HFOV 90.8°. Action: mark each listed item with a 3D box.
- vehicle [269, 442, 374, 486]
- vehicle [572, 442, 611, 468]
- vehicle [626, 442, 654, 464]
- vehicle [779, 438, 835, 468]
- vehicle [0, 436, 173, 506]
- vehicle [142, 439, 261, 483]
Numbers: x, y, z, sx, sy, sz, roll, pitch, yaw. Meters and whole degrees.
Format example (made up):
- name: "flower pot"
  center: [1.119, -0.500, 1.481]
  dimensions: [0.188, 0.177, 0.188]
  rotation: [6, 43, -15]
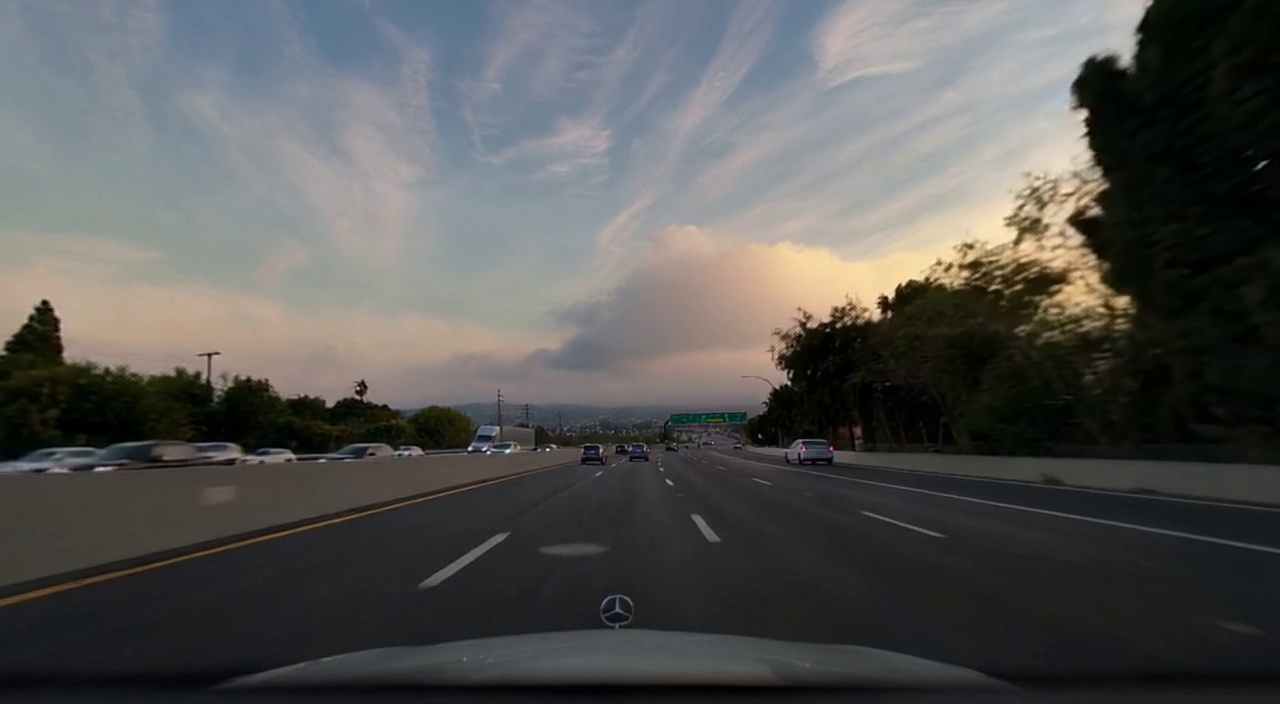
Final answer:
- name: "vehicle"
  center: [-12.804, 4.504, 25.794]
  dimensions: [2.000, 1.600, 4.430]
  rotation: [-1, -8, 0]
- name: "vehicle"
  center: [-3.150, 6.789, 41.806]
  dimensions: [2.154, 1.530, 4.519]
  rotation: [-1, -8, 1]
- name: "vehicle"
  center: [0.009, 7.417, 46.435]
  dimensions: [1.977, 1.513, 3.546]
  rotation: [-1, -8, 1]
- name: "vehicle"
  center: [10.142, 6.143, 38.685]
  dimensions: [2.130, 1.703, 4.572]
  rotation: [-1, -8, 0]
- name: "vehicle"
  center: [-15.996, 3.272, 17.831]
  dimensions: [2.053, 1.706, 4.602]
  rotation: [-1, -8, 0]
- name: "vehicle"
  center: [-19.330, 4.793, 28.141]
  dimensions: [1.981, 1.760, 4.557]
  rotation: [-1, -8, 0]
